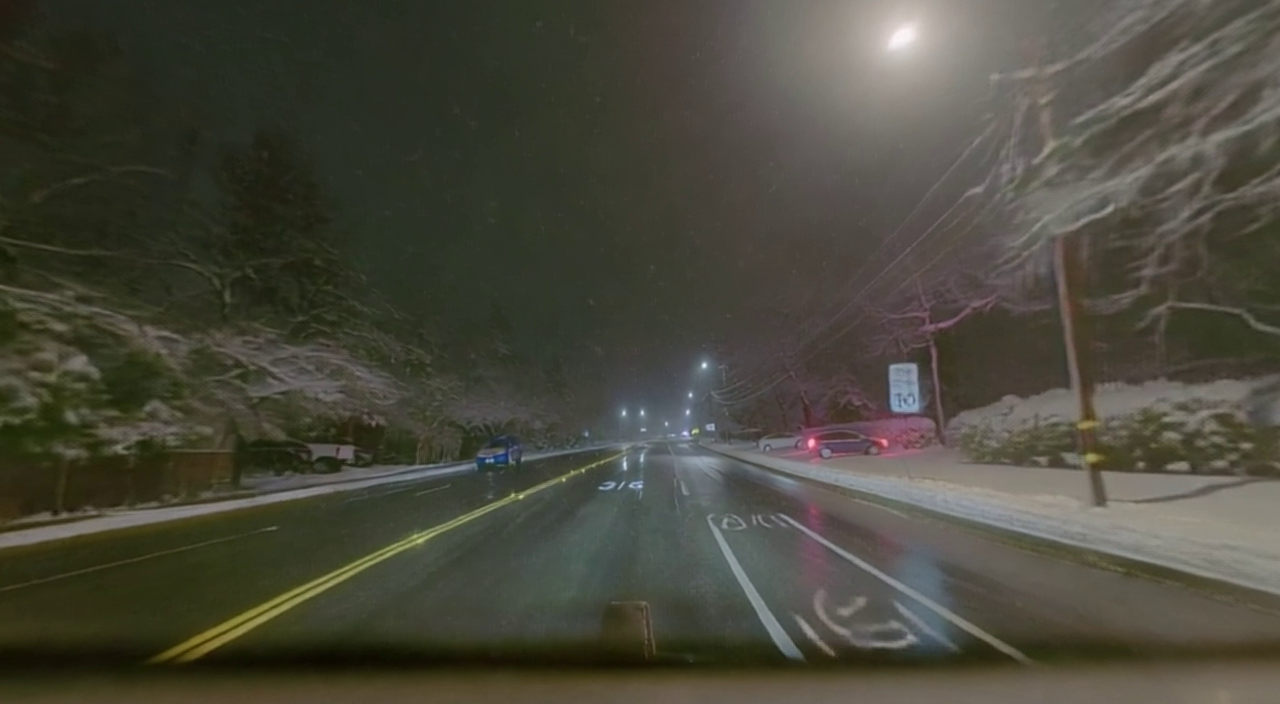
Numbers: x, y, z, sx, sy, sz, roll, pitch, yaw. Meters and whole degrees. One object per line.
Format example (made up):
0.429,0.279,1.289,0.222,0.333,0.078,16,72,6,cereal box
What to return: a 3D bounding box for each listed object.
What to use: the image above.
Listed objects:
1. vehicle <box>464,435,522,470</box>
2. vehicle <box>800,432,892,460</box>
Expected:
-8.277,5.674,35.803,2.142,1.723,4.275,-3,-8,2,vehicle
11.254,5.182,34.686,4.460,1.456,1.804,-1,-8,3,vehicle
